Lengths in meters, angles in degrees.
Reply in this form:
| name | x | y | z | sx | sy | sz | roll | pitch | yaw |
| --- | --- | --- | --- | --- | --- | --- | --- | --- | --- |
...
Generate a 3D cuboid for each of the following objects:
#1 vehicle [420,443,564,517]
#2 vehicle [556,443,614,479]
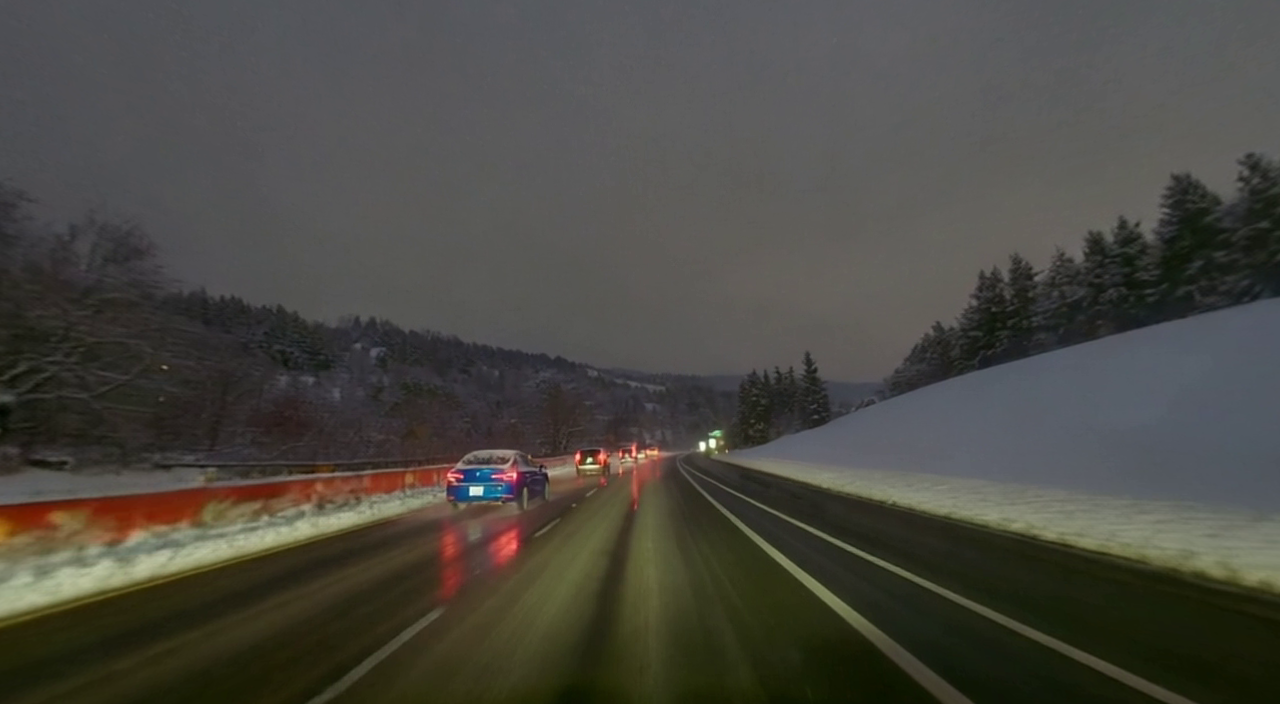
| name | x | y | z | sx | sy | sz | roll | pitch | yaw |
| --- | --- | --- | --- | --- | --- | --- | --- | --- | --- |
| vehicle | -2.957 | 2.665 | 13.573 | 2.061 | 1.330 | 3.928 | 0 | -9 | 1 |
| vehicle | -2.368 | 4.855 | 28.224 | 2.094 | 1.480 | 4.124 | 0 | -9 | 2 |
